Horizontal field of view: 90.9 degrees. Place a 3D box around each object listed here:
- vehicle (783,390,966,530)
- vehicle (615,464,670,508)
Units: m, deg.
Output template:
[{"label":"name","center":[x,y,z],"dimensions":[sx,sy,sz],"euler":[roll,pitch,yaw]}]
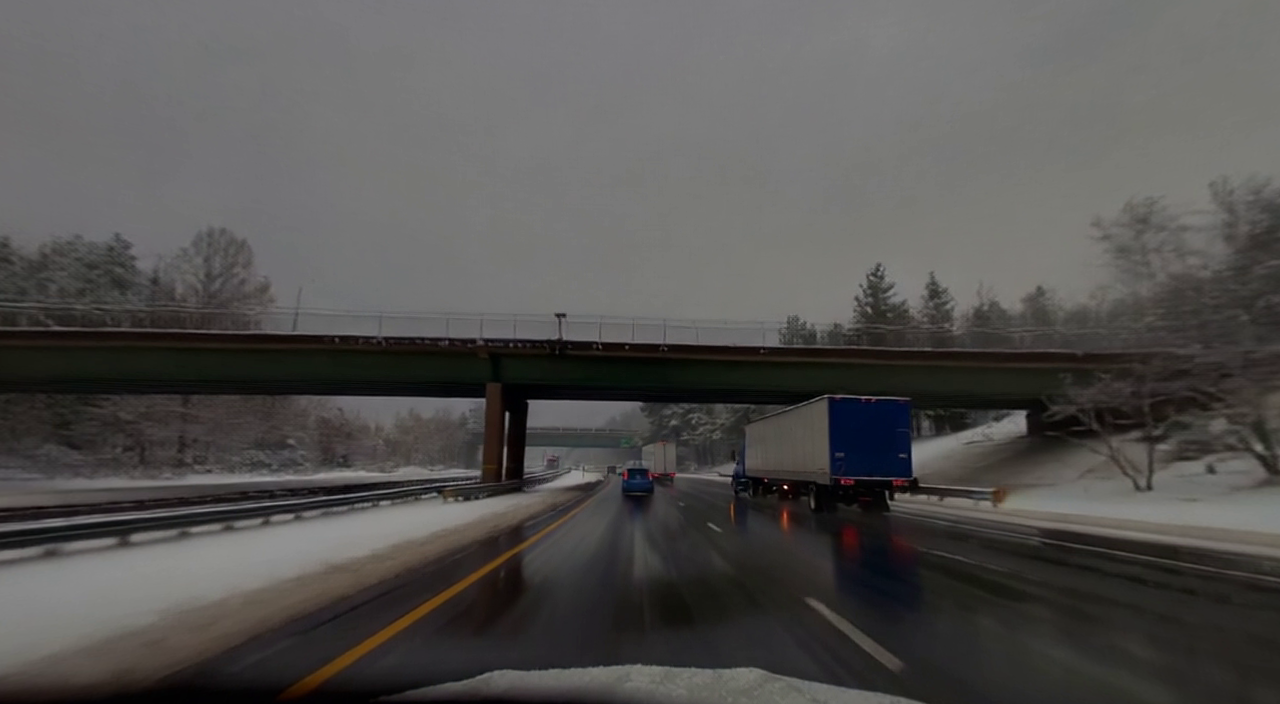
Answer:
[{"label":"vehicle","center":[7.156,3.601,20.864],"dimensions":[2.839,3.684,8.091],"euler":[1,-11,0]},{"label":"vehicle","center":[0.086,5.324,25.257],"dimensions":[2.067,1.552,3.601],"euler":[1,-11,0]}]
